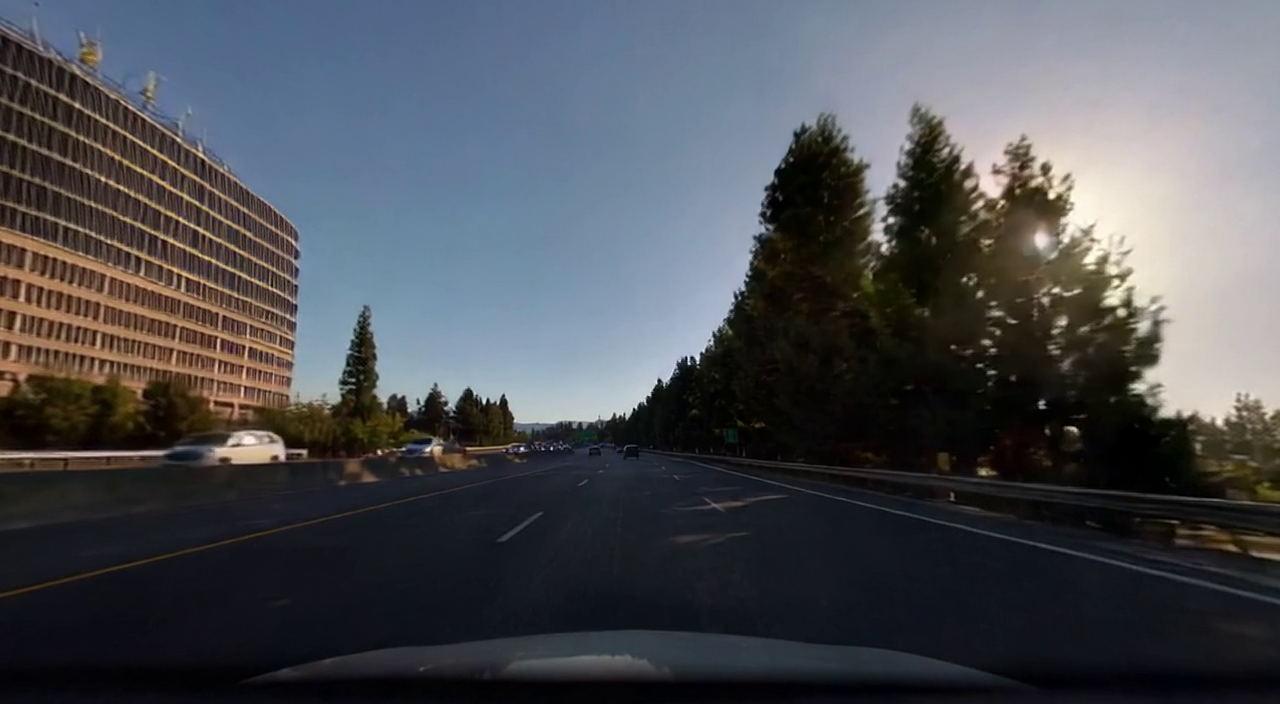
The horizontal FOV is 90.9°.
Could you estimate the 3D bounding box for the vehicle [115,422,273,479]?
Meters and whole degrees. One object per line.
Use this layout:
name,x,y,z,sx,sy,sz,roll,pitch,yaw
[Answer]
vehicle,-14.339,3.232,20.663,1.922,1.655,4.410,0,-9,0

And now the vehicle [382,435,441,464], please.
vehicle,-15.081,6.494,41.906,1.979,1.744,5.006,0,-9,0
